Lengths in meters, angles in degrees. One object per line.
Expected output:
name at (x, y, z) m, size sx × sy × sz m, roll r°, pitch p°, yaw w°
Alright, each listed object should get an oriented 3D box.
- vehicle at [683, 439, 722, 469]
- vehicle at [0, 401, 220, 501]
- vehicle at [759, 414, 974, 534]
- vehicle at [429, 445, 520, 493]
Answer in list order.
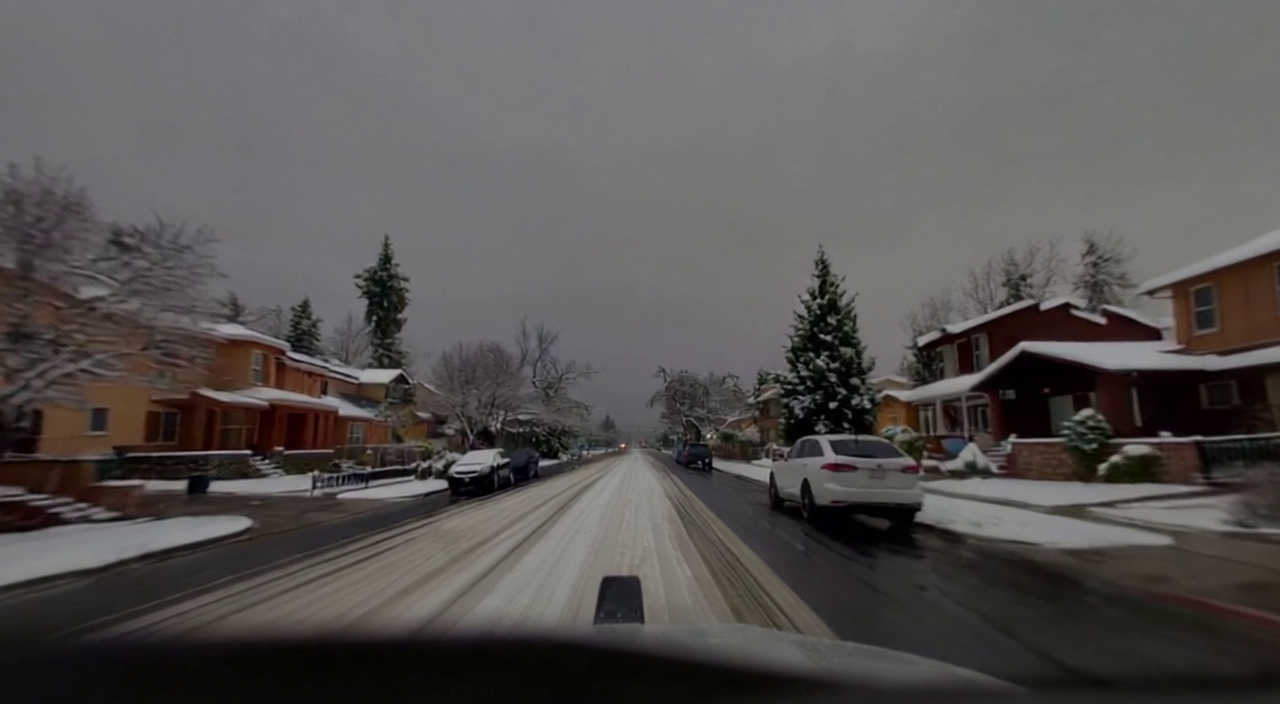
vehicle at (4.083, 6.743, 41.768) m, size 2.136 × 1.794 × 4.598 m, roll -1°, pitch -9°, yaw 0°
vehicle at (-13.143, 2.255, 14.824) m, size 4.837 × 1.897 × 2.228 m, roll 4°, pitch -8°, yaw 5°
vehicle at (4.123, 2.365, 12.912) m, size 2.311 × 1.859 × 5.880 m, roll -1°, pitch -9°, yaw 1°
vehicle at (-5.870, 4.205, 23.058) m, size 2.027 × 1.544 × 4.959 m, roll -1°, pitch -9°, yaw 0°
